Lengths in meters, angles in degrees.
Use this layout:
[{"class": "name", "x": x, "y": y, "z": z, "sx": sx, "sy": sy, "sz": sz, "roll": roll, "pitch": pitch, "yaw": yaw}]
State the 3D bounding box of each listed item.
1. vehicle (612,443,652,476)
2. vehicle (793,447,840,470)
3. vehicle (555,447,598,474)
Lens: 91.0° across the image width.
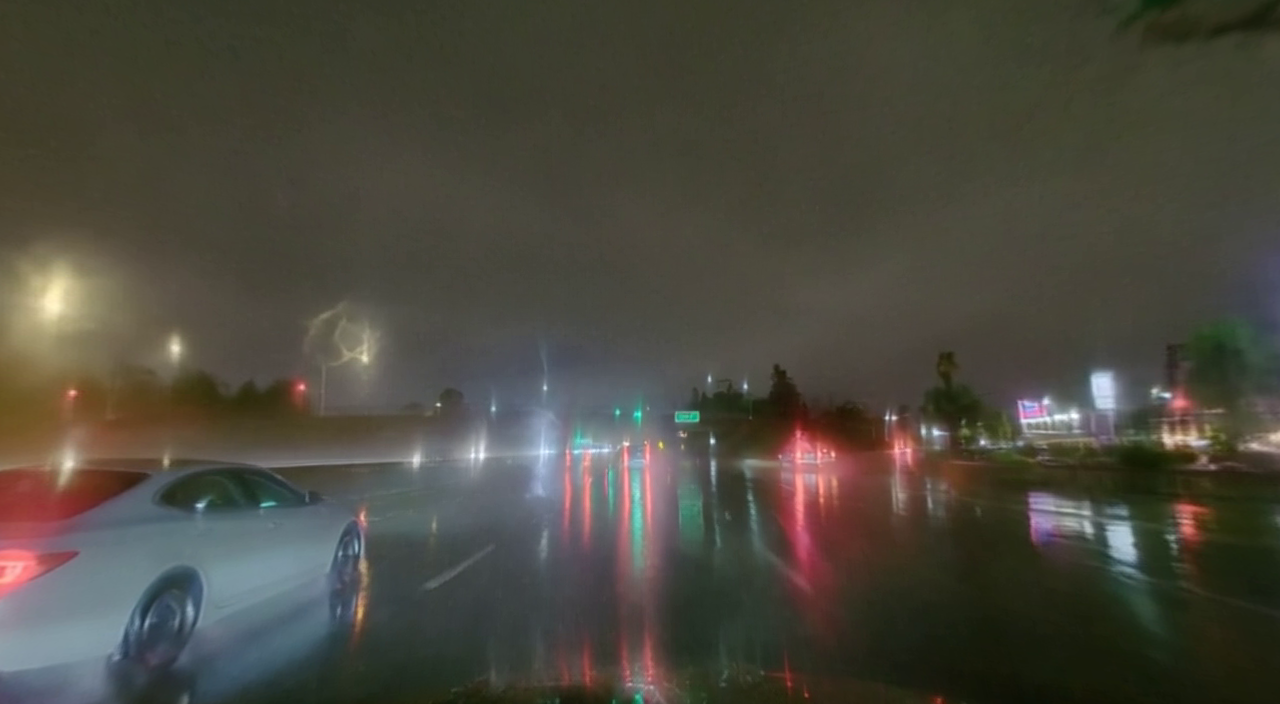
[{"class": "vehicle", "x": -0.373, "y": 5.910, "z": 34.889, "sx": 2.102, "sy": 1.692, "sz": 4.057, "roll": 0, "pitch": -9, "yaw": 1}, {"class": "vehicle", "x": 13.864, "y": 8.376, "z": 49.749, "sx": 2.246, "sy": 1.760, "sz": 4.640, "roll": 0, "pitch": -9, "yaw": -1}, {"class": "vehicle", "x": -3.848, "y": 6.654, "z": 38.835, "sx": 2.071, "sy": 1.553, "sz": 4.388, "roll": 0, "pitch": -9, "yaw": 2}]
